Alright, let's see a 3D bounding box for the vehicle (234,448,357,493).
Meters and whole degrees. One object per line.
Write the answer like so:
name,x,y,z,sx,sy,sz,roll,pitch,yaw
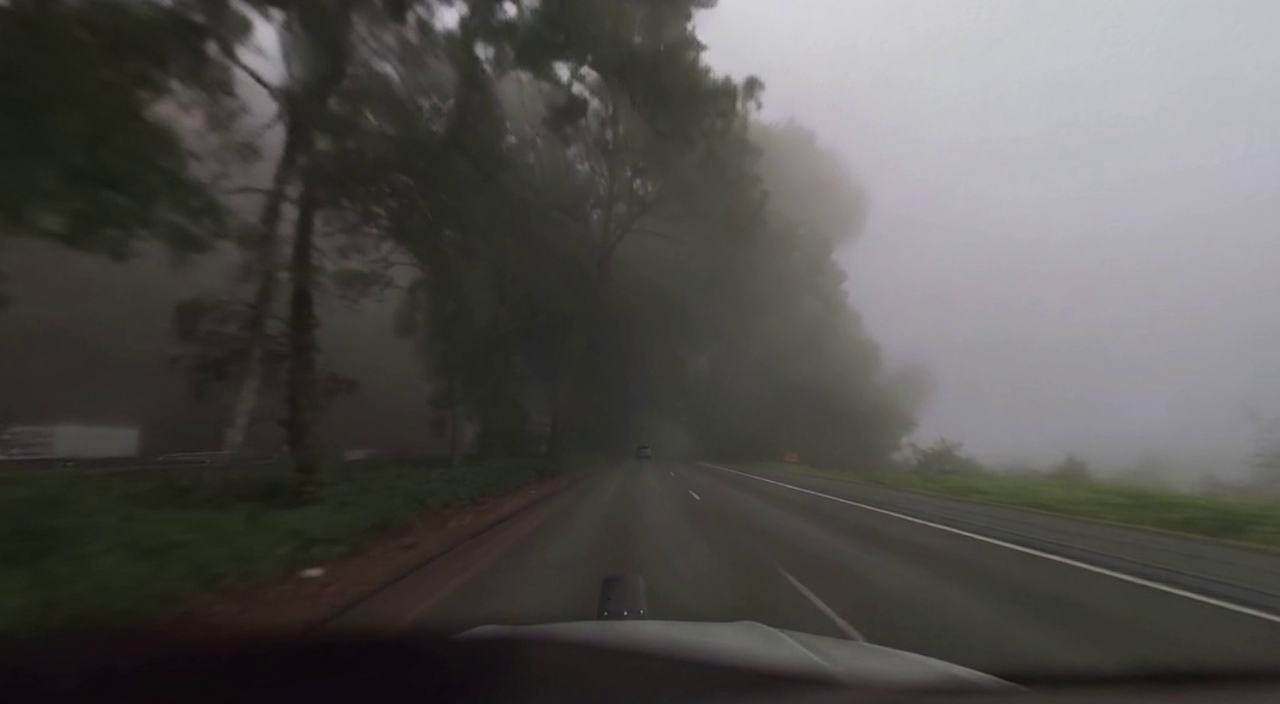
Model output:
vehicle,-12.111,4.167,22.541,1.948,1.445,4.306,0,-9,0
